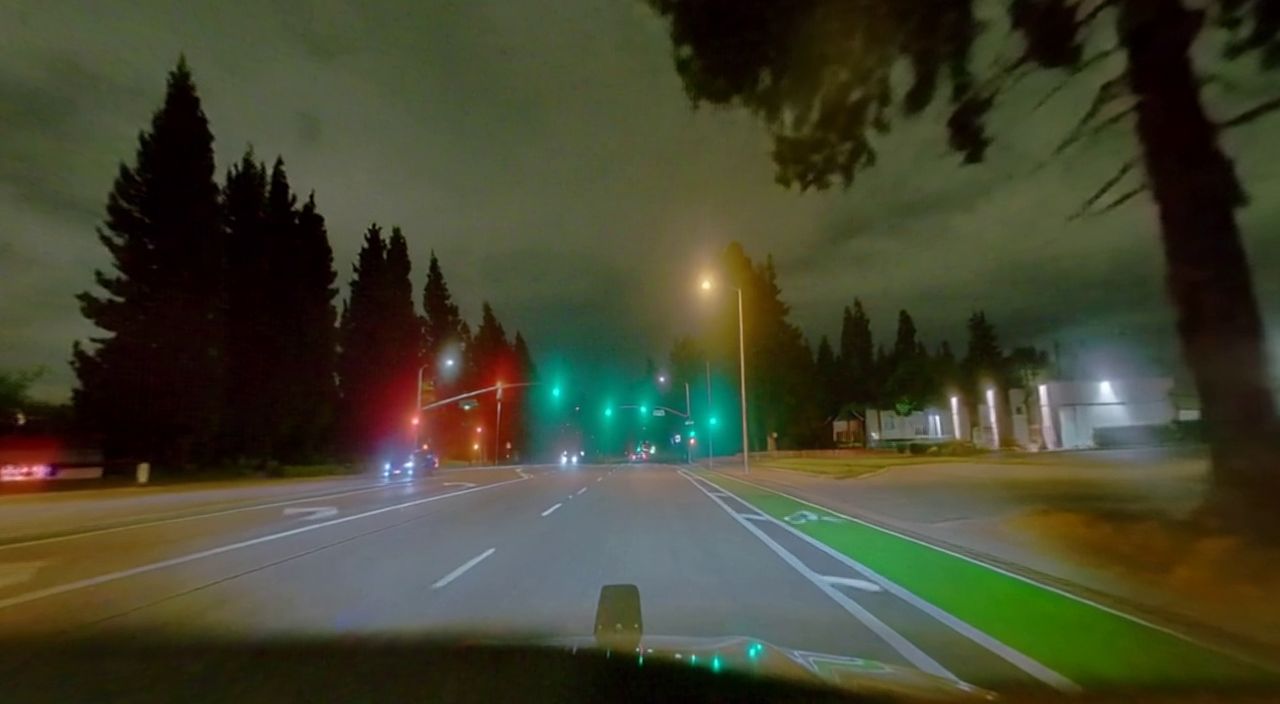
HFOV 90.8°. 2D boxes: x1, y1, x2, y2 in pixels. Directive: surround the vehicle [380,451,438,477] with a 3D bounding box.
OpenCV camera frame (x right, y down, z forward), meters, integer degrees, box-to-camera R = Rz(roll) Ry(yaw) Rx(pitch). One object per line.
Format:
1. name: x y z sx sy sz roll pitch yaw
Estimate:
1. vehicle: -15.090 7.317 41.468 1.910 1.544 4.387 -1 -8 4
